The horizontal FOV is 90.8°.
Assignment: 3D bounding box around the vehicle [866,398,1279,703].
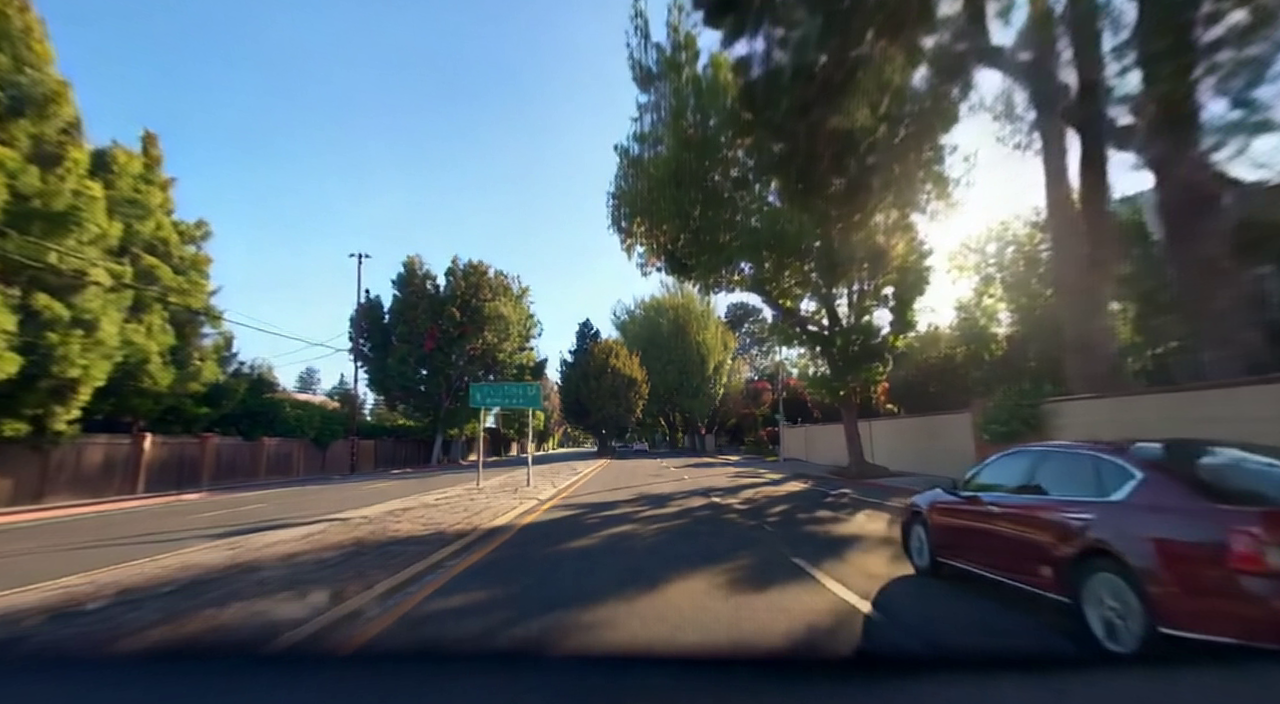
[{"bbox_3d":[3.475,1.268,4.671,1.985,1.529,4.316,0,-8,0],"label":"vehicle"}]
